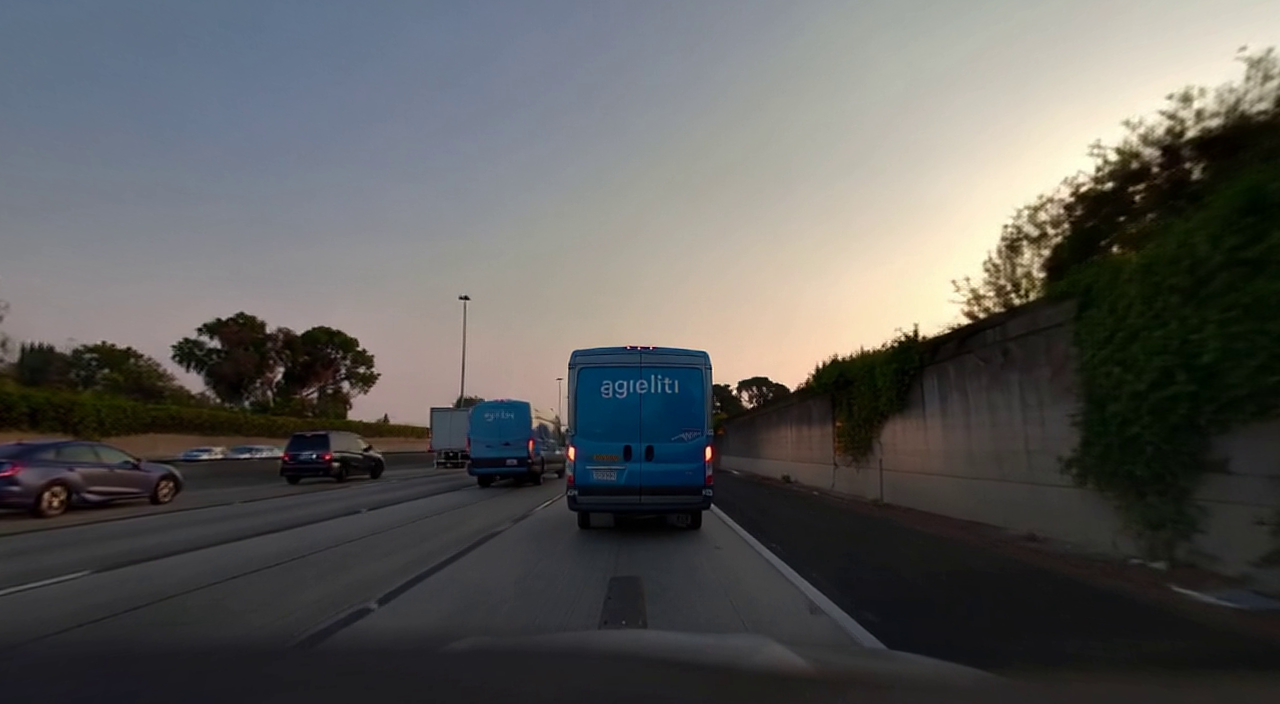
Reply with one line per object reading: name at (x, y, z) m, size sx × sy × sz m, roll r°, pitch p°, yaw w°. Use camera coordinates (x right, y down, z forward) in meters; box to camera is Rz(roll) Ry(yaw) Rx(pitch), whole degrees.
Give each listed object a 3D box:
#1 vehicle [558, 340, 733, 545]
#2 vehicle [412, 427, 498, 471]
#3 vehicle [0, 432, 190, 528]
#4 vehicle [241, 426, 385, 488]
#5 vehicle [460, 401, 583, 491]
vehicle at (0.150, 1.665, 11.686) m, size 2.316 × 2.738 × 6.398 m, roll 0°, pitch -8°, yaw 1°
vehicle at (-9.836, 5.231, 34.269) m, size 2.566 × 2.158 × 5.957 m, roll -1°, pitch -8°, yaw 3°
vehicle at (-11.112, 2.322, 11.885) m, size 1.839 × 1.524 × 4.449 m, roll 0°, pitch -8°, yaw 2°
vehicle at (-10.823, 3.522, 21.415) m, size 2.061 × 1.846 × 4.852 m, roll -1°, pitch -8°, yaw 3°
vehicle at (-3.448, 2.935, 19.785) m, size 2.729 × 2.439 × 5.418 m, roll 0°, pitch -8°, yaw 0°
